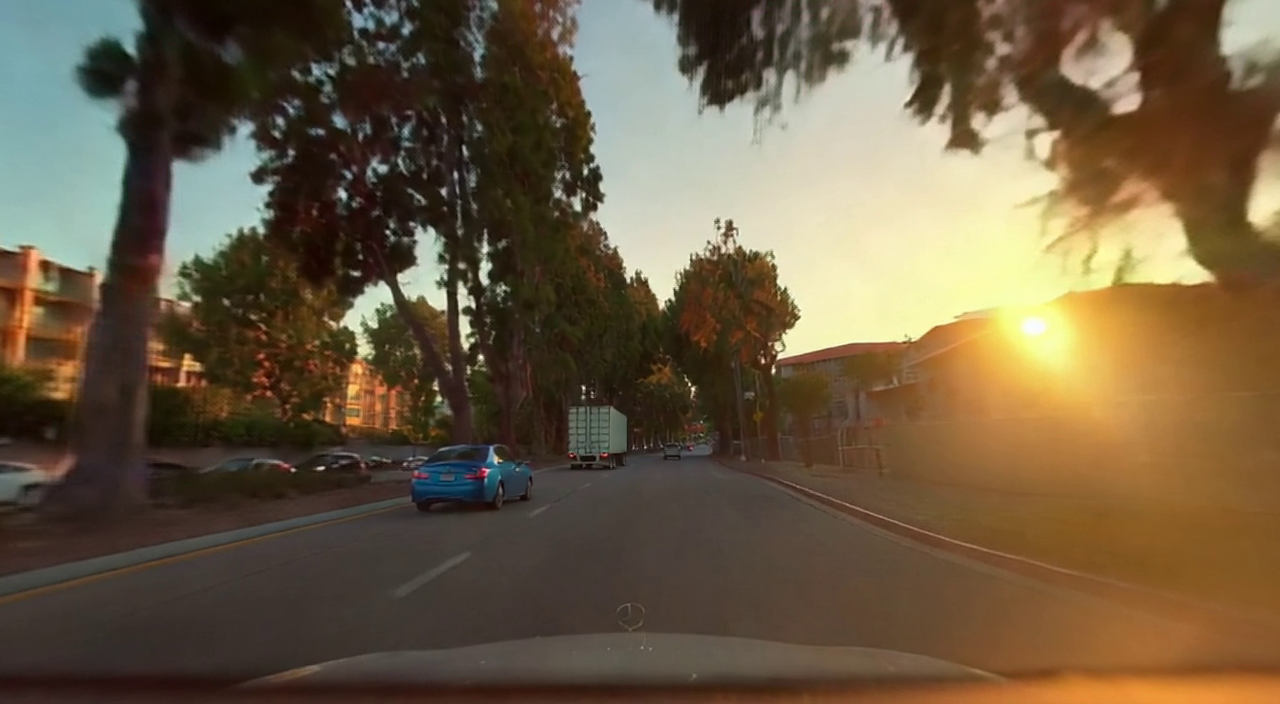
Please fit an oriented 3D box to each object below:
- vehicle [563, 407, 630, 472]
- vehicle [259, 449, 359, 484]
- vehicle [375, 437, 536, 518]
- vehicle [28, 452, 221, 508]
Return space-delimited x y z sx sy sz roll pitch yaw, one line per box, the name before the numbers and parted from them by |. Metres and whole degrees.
vehicle | -2.274 5.095 36.319 2.746 3.276 8.572 -1 -9 3
vehicle | -15.149 5.265 29.218 1.934 1.466 4.697 -1 -9 3
vehicle | -3.751 2.645 13.752 2.005 1.462 4.345 -1 -9 3
vehicle | -15.401 3.808 19.283 1.837 1.464 4.728 0 -9 1
